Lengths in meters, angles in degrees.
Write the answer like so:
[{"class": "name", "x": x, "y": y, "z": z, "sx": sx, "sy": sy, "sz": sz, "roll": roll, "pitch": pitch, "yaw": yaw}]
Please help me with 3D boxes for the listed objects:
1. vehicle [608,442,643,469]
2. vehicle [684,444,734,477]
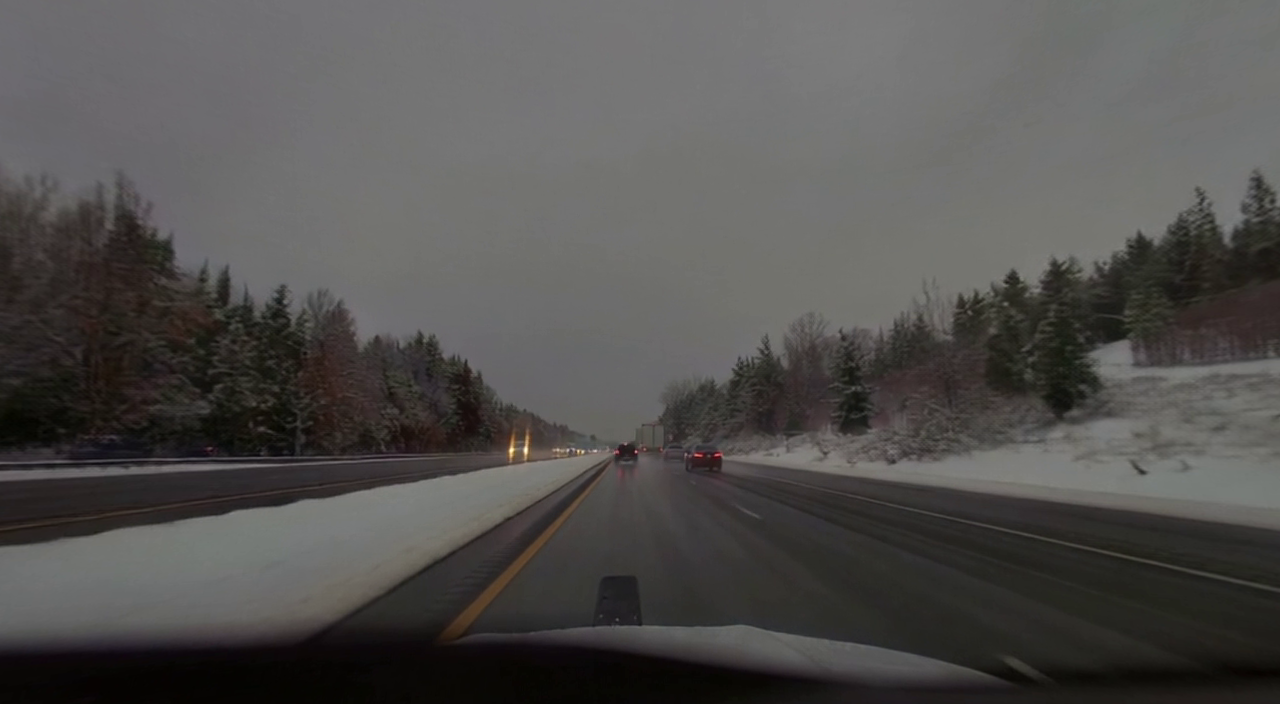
[{"class": "vehicle", "x": -1.007, "y": 6.817, "z": 41.381, "sx": 2.151, "sy": 1.693, "sz": 4.201, "roll": 0, "pitch": -9, "yaw": -2}, {"class": "vehicle", "x": 3.410, "y": 5.412, "z": 31.599, "sx": 1.968, "sy": 1.513, "sz": 3.911, "roll": 0, "pitch": -9, "yaw": -1}]
